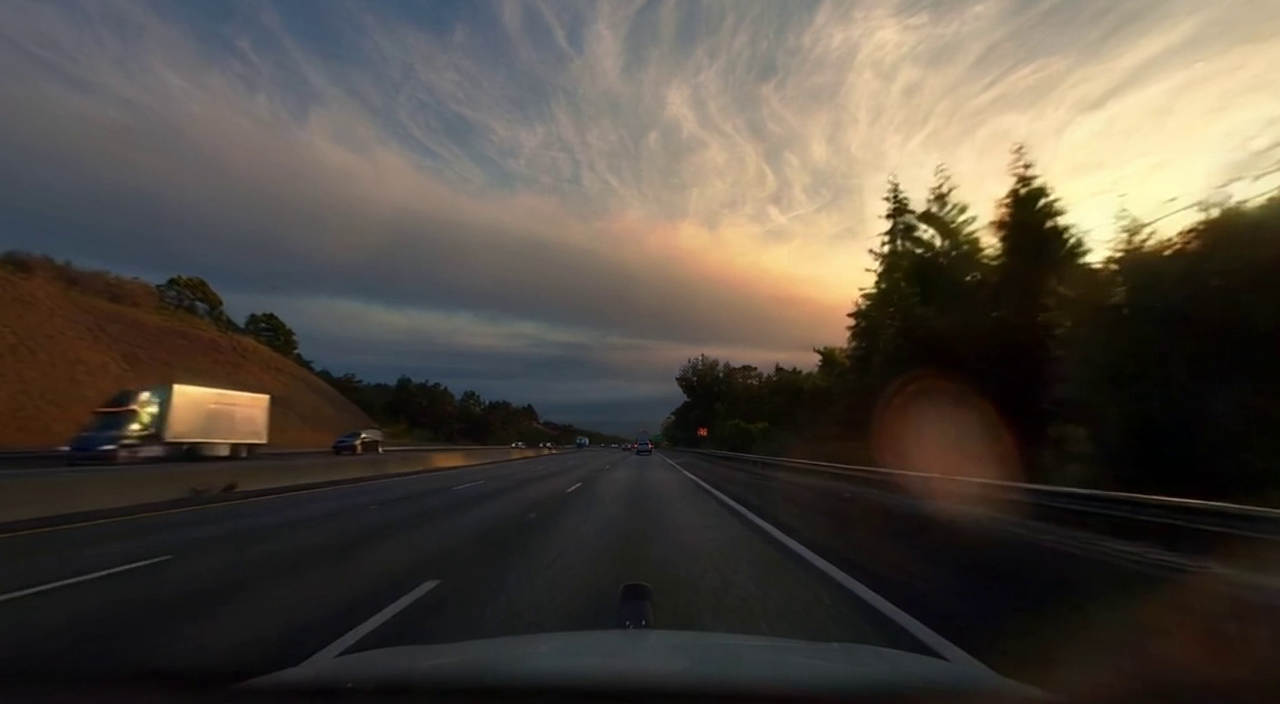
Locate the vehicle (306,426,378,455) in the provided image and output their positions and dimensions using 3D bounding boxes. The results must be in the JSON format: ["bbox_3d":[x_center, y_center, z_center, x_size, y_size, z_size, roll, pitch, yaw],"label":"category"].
[{"bbox_3d":[-19.672,5.892,41.824,2.050,1.827,5.221,0,-8,2],"label":"vehicle"}]

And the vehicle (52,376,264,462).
[{"bbox_3d":[-23.796,3.587,32.143,3.009,3.700,9.685,0,-8,0],"label":"vehicle"}]
